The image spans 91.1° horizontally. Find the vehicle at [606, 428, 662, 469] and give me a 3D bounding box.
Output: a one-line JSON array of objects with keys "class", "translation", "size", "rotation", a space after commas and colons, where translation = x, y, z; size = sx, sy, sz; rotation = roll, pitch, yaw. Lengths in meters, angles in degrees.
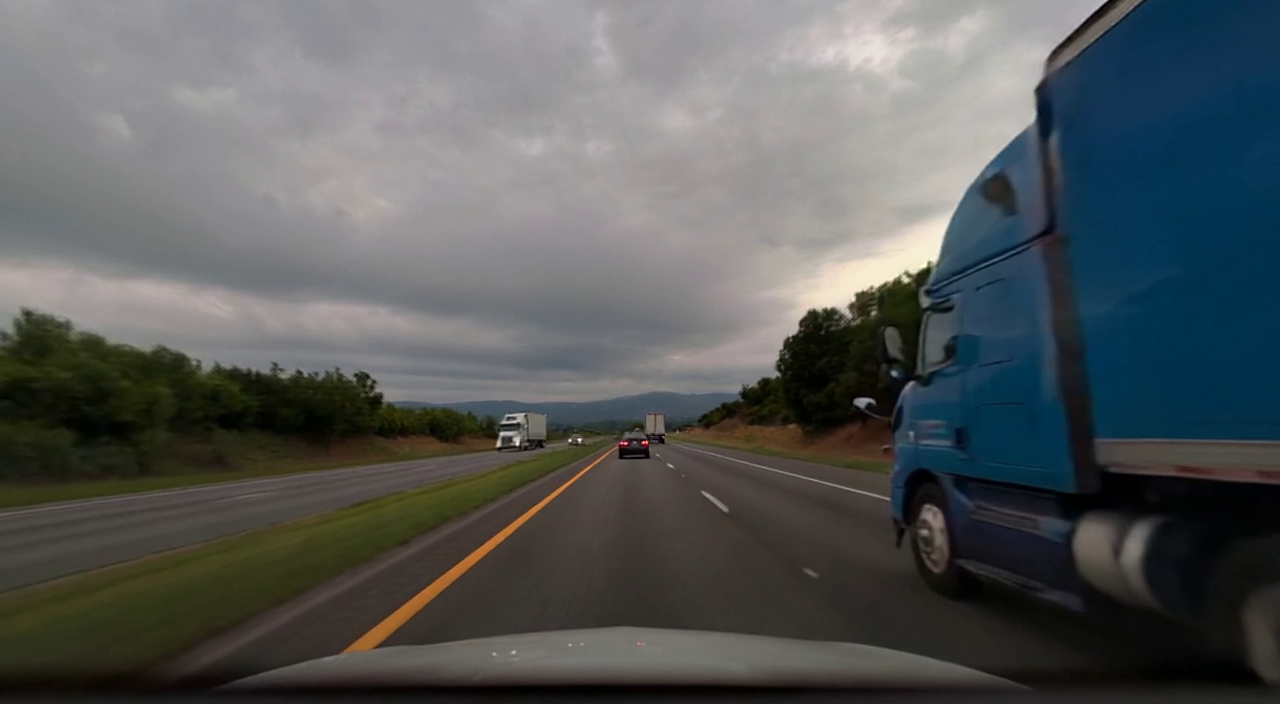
[{"class": "vehicle", "translation": [-0.275, 4.097, 26.981], "size": [2.216, 1.623, 4.220], "rotation": [0, -8, -1]}]
